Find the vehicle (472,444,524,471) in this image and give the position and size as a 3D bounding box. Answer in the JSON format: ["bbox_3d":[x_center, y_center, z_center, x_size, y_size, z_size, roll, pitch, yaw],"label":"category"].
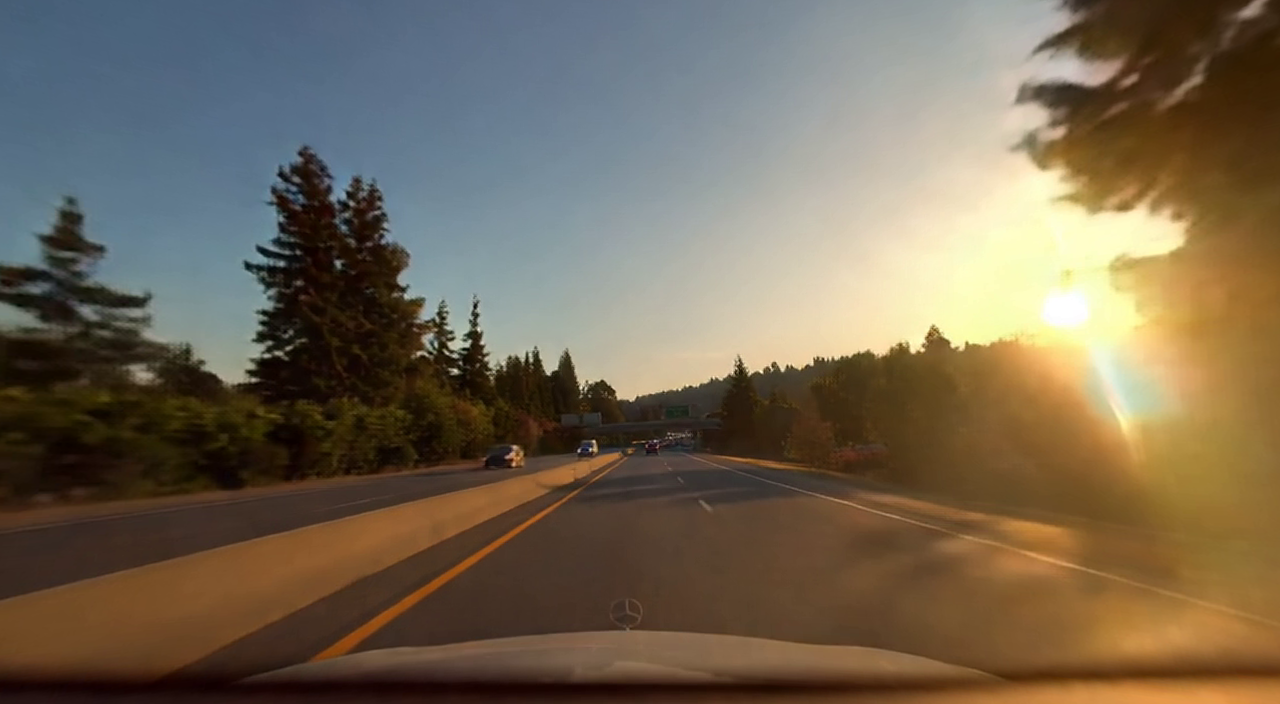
[{"bbox_3d":[-8.645,6.444,38.740,2.040,1.491,4.606,0,-9,1],"label":"vehicle"}]
